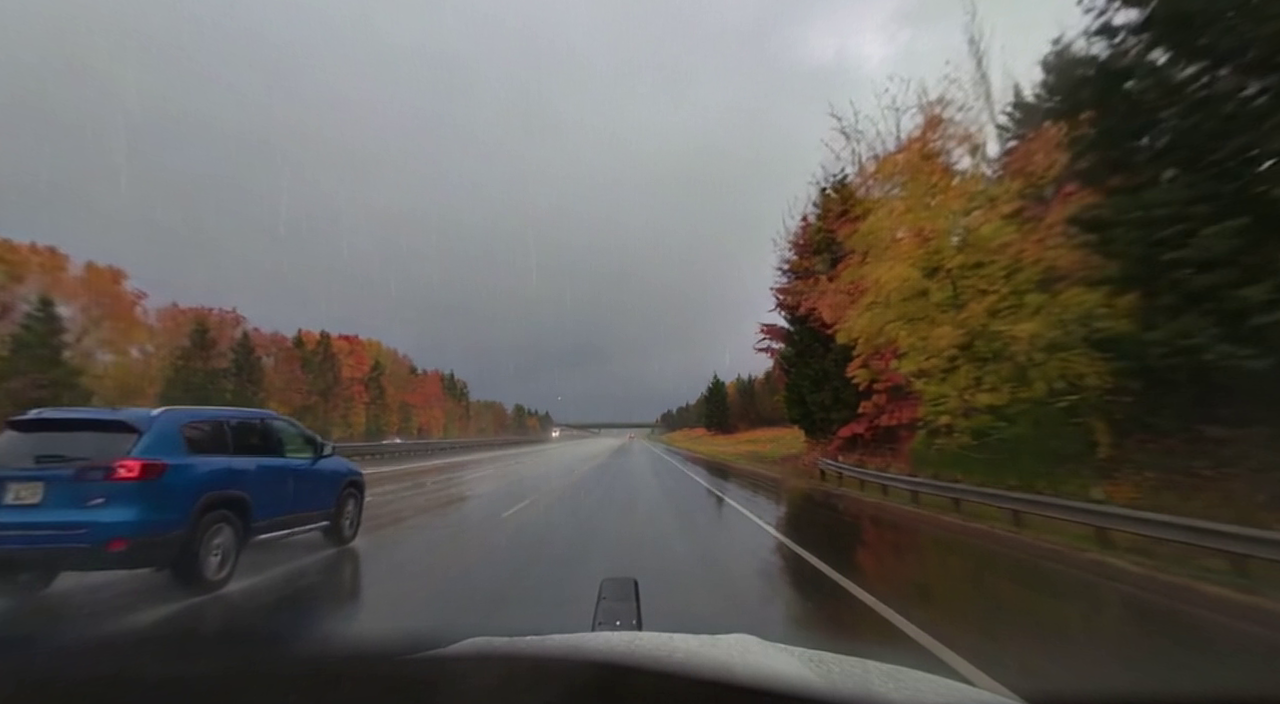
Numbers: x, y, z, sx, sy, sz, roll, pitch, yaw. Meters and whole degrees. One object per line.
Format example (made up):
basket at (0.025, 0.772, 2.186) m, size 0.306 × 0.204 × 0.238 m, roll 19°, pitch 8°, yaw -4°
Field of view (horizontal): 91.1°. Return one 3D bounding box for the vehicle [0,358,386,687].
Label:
vehicle at (-4.232, 1.166, 5.526) m, size 2.057 × 1.666 × 4.552 m, roll 0°, pitch -8°, yaw 0°
